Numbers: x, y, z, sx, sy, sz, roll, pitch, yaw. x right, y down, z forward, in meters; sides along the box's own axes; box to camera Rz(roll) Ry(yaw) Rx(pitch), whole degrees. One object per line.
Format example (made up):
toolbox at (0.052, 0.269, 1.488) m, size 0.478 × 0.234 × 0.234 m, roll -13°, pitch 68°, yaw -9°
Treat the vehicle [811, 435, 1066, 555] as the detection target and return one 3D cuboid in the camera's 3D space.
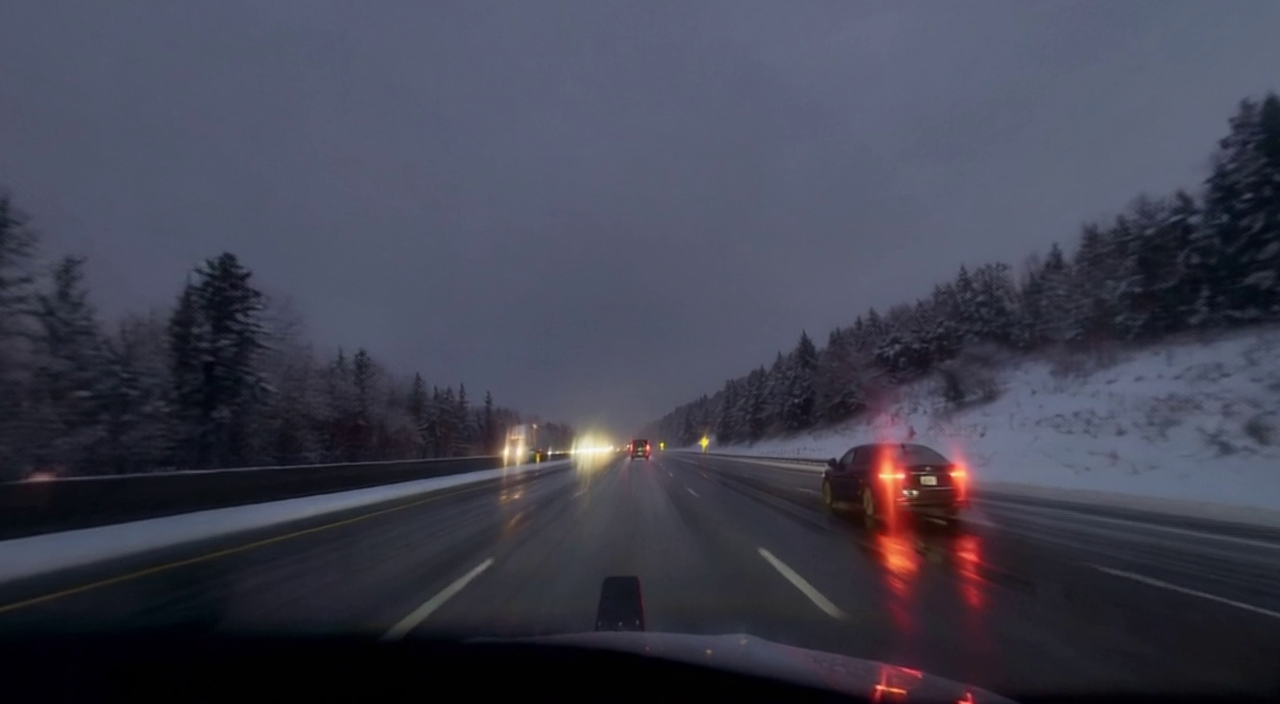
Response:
vehicle at (4.359, 2.139, 10.124) m, size 1.976 × 1.495 × 4.217 m, roll 0°, pitch -9°, yaw -1°
